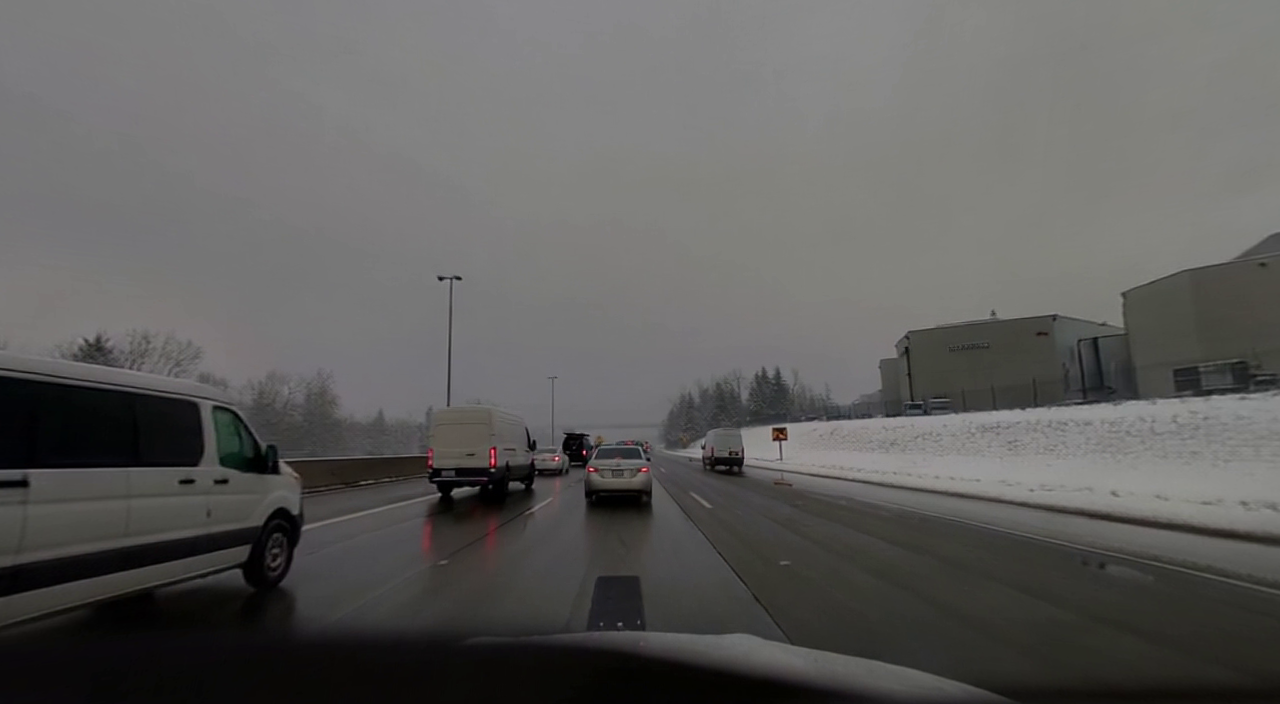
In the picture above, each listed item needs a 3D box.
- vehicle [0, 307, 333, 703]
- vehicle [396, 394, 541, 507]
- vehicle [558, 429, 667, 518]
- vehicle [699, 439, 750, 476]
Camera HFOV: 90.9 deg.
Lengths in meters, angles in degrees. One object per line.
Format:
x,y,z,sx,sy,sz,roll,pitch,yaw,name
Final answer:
-4.026,0.843,3.403,2.253,1.892,4.823,0,-9,0,vehicle
-4.561,2.832,18.245,2.248,2.626,6.837,0,-9,0,vehicle
-0.519,2.639,14.096,2.093,1.695,3.782,0,-9,0,vehicle
4.219,5.353,32.102,2.003,1.754,4.134,0,-9,-1,vehicle
